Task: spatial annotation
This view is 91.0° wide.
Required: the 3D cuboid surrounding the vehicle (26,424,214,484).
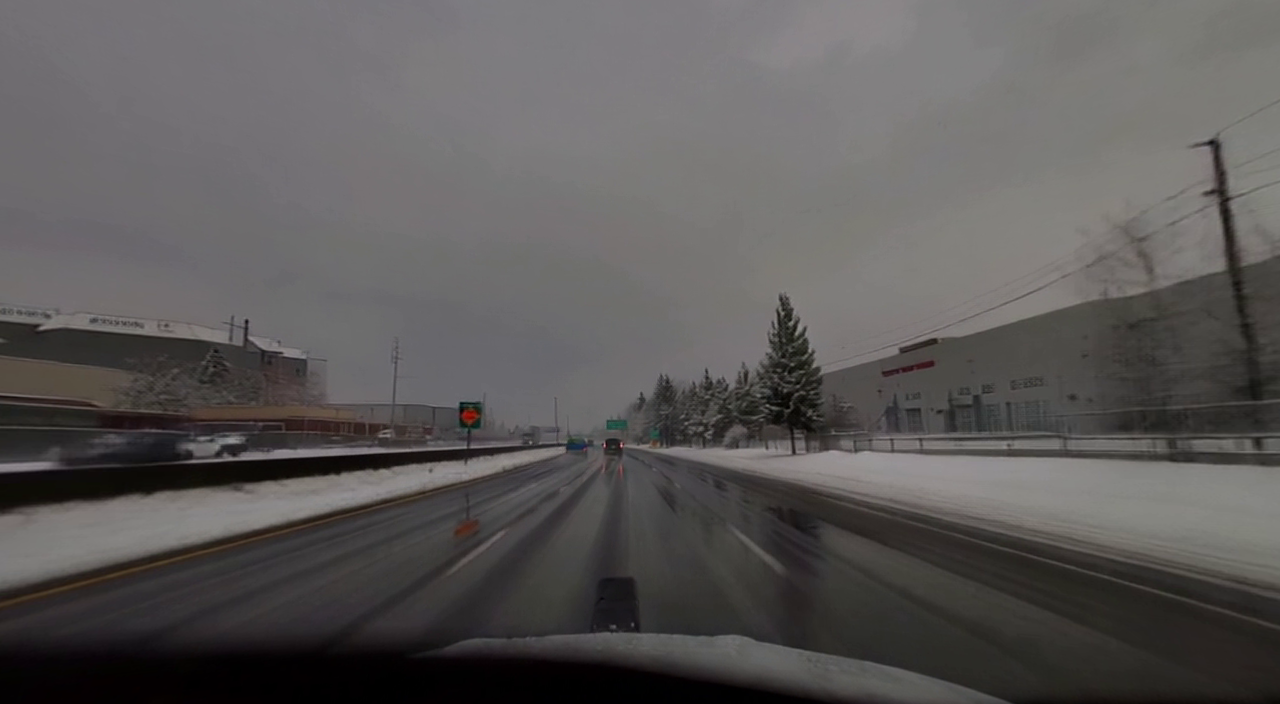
[{"bbox_3d":[-15.090,2.974,18.664,1.882,1.538,4.369,0,-8,-1],"label":"vehicle"}]
